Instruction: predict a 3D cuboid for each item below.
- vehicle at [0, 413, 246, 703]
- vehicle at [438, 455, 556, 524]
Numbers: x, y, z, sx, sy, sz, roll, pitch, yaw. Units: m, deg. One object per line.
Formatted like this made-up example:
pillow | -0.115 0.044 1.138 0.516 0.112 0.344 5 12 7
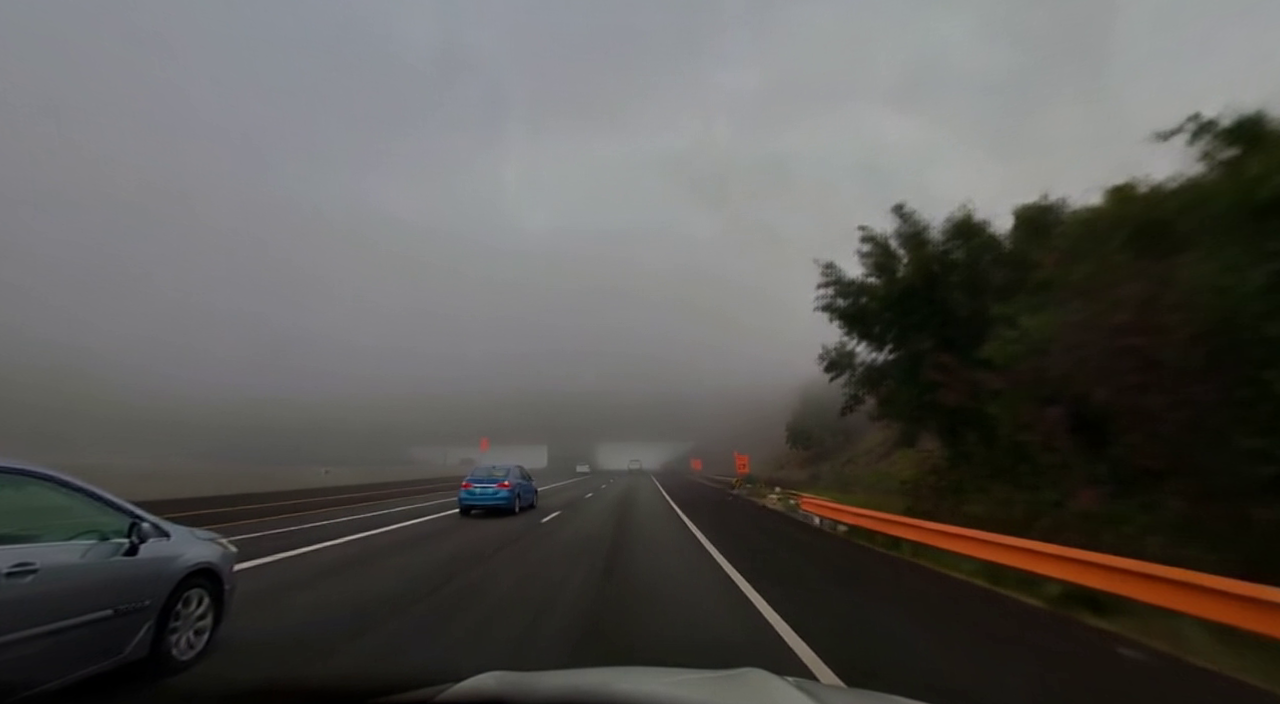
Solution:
vehicle | -3.684 0.829 1.658 2.023 1.507 5.082 1 -10 0
vehicle | -3.395 3.361 15.735 1.992 1.466 3.690 1 -10 1
